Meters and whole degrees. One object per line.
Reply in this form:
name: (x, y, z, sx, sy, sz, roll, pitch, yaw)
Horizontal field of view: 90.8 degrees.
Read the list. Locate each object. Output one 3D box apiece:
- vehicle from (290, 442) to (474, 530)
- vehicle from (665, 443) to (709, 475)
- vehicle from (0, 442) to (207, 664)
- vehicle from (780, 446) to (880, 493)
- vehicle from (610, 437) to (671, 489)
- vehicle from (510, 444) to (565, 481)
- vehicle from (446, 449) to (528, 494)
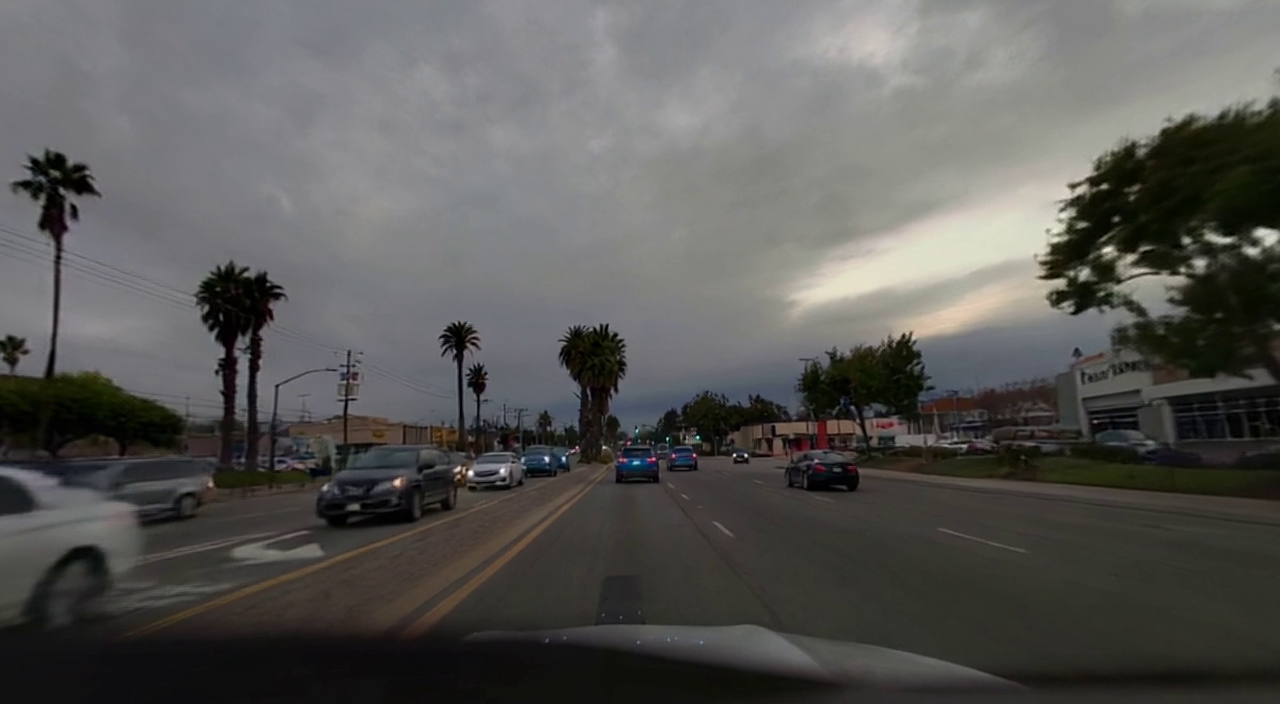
vehicle: (-5.132, 2.693, 13.320, 2.036, 1.541, 4.107, -1, -8, 2)
vehicle: (2.700, 6.270, 37.330, 2.112, 1.710, 4.234, 0, -8, -1)
vehicle: (-5.229, 1.293, 3.903, 2.030, 1.441, 4.324, 0, -8, 0)
vehicle: (6.383, 3.974, 21.802, 1.944, 1.447, 4.309, 0, -8, -2)
vehicle: (-0.032, 4.220, 24.286, 2.151, 1.787, 4.109, 0, -8, -1)
vehicle: (-5.224, 5.689, 32.817, 2.160, 1.769, 4.494, 0, -8, -1)
vehicle: (-5.638, 4.422, 23.829, 2.017, 1.463, 4.384, 0, -8, 0)
